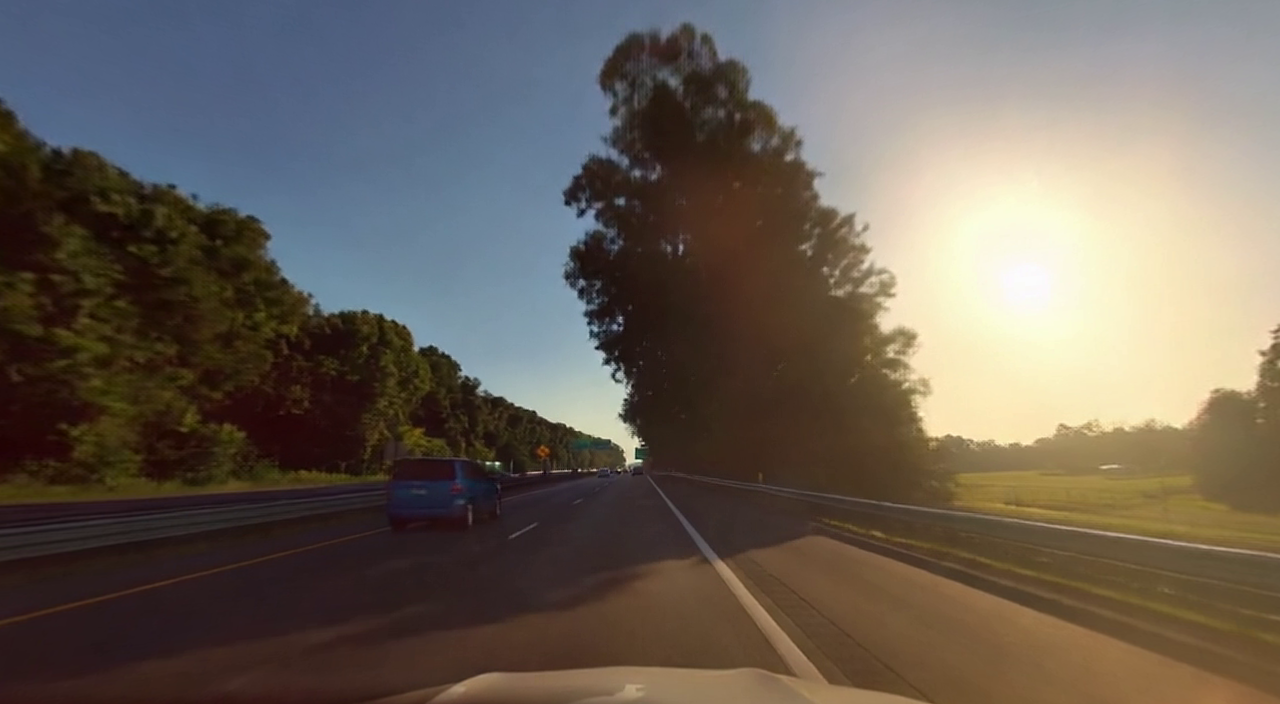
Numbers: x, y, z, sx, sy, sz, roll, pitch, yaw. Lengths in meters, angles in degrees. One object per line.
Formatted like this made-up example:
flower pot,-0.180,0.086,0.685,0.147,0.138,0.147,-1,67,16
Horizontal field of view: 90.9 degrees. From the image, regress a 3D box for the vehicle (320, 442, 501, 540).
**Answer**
vehicle,-4.393,2.772,12.946,2.042,1.629,4.276,1,-11,0
